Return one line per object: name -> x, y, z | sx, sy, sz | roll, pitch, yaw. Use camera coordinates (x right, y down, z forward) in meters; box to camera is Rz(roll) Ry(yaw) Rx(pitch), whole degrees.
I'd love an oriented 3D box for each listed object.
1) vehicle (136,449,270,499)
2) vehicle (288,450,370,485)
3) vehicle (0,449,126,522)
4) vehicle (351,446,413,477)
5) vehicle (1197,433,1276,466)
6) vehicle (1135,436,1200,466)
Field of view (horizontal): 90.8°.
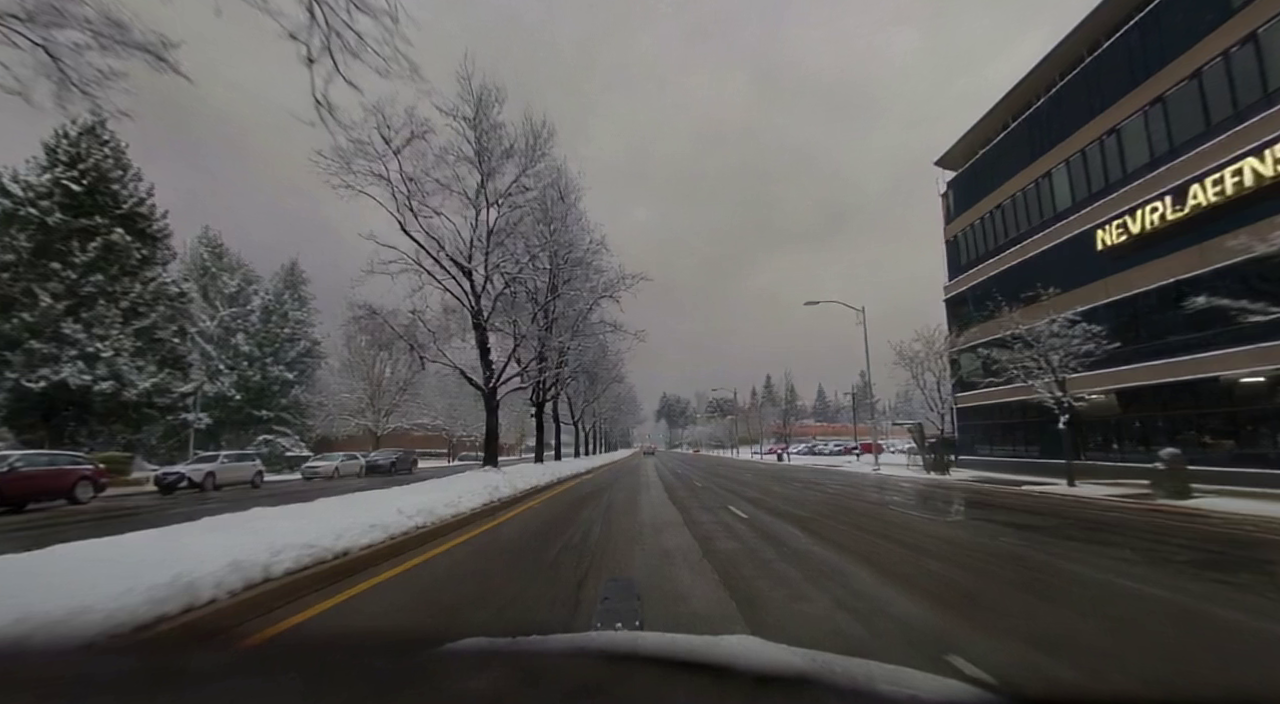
vehicle -> -16.624, 4.610, 24.378 | 1.898, 1.661, 4.471 | 0, -8, 1
vehicle -> -16.638, 6.167, 34.099 | 1.944, 1.669, 4.613 | 0, -8, 1
vehicle -> -16.480, 3.406, 16.359 | 2.191, 1.696, 4.812 | 0, -8, 1
vehicle -> -16.840, 7.138, 41.498 | 1.993, 1.887, 4.722 | 0, -8, 0
vehicle -> 28.821, 4.683, 30.483 | 4.049, 1.473, 2.026 | 6, -10, -37
vehicle -> 27.075, 5.029, 32.371 | 3.644, 1.407, 1.718 | 6, -10, -38
